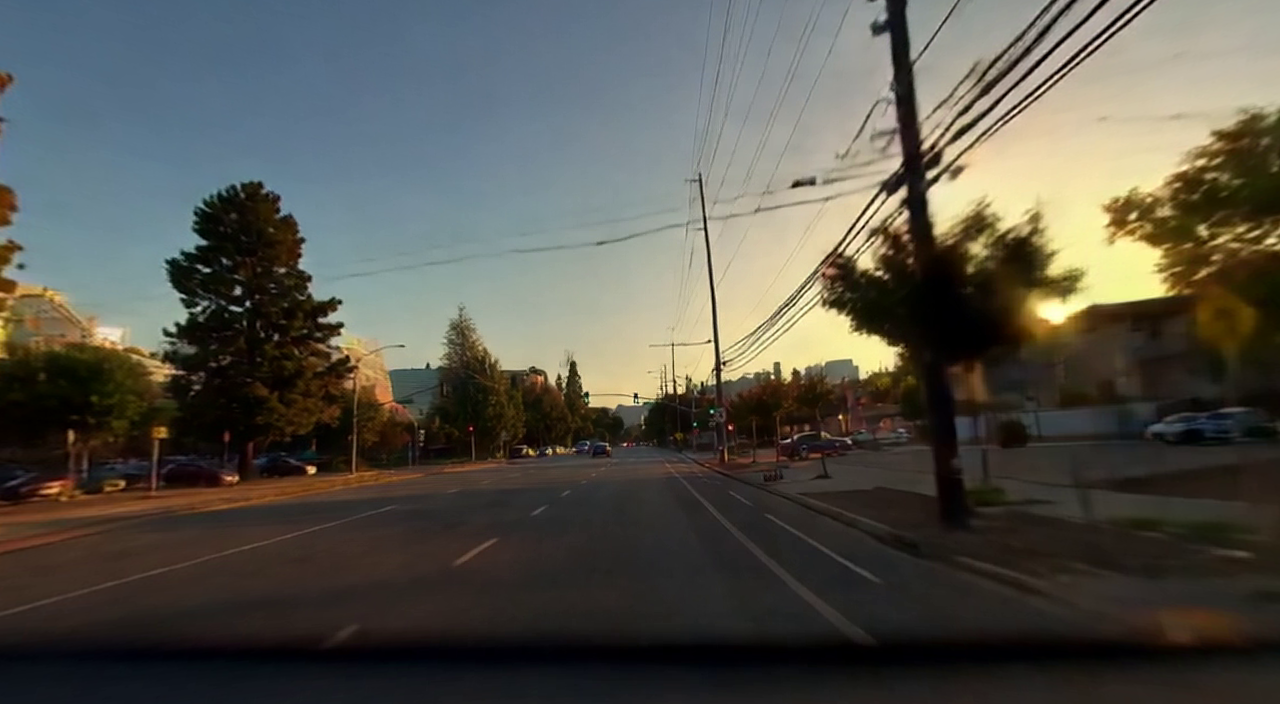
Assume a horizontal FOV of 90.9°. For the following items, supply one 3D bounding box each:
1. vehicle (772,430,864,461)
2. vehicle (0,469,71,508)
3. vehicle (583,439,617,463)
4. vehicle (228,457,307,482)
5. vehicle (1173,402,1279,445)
[{"bbox_3d":[10.506,5.559,37.426,4.765,1.738,2.101,0,-8,-3],"label":"vehicle"},{"bbox_3d":[-26.897,5.757,26.660,3.730,1.485,1.937,0,-8,1],"label":"vehicle"},{"bbox_3d":[-3.069,7.752,49.553,2.229,1.821,4.681,0,-8,2],"label":"vehicle"},{"bbox_3d":[-27.004,8.506,45.767,4.451,1.724,1.988,0,-8,0],"label":"vehicle"},{"bbox_3d":[25.227,2.993,26.070,4.461,1.695,1.999,0,-8,1],"label":"vehicle"}]
